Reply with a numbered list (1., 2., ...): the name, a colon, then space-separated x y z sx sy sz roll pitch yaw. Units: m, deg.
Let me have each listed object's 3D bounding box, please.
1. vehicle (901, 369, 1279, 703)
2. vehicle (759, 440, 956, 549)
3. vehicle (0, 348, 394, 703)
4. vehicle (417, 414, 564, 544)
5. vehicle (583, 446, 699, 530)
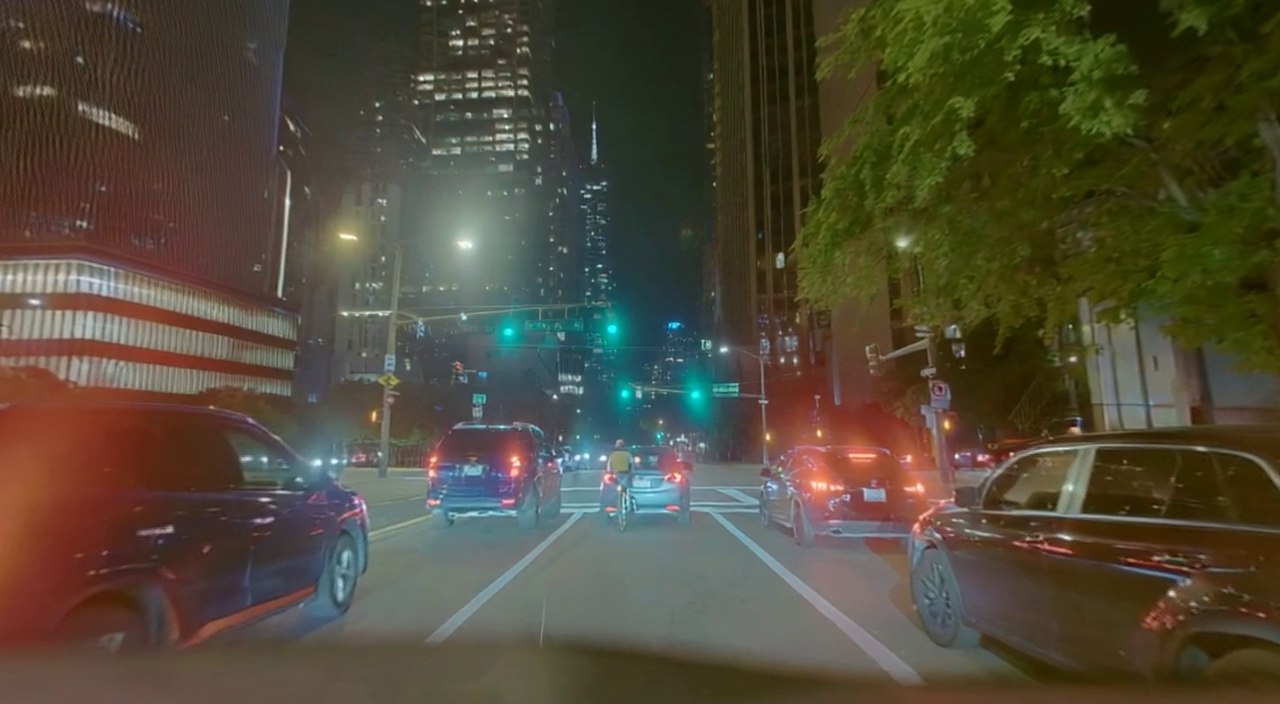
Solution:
1. vehicle: 3.330 1.036 3.239 2.179 1.631 4.173 0 -8 0
2. vehicle: 3.541 2.380 11.332 1.973 1.537 4.533 0 -8 1
3. vehicle: -3.378 1.108 3.894 2.046 1.744 4.407 0 -8 -2
4. vehicle: -2.594 2.279 11.886 1.683 2.039 3.703 0 -8 3
5. vehicle: 0.045 2.672 13.009 2.031 1.461 3.763 0 -8 1
